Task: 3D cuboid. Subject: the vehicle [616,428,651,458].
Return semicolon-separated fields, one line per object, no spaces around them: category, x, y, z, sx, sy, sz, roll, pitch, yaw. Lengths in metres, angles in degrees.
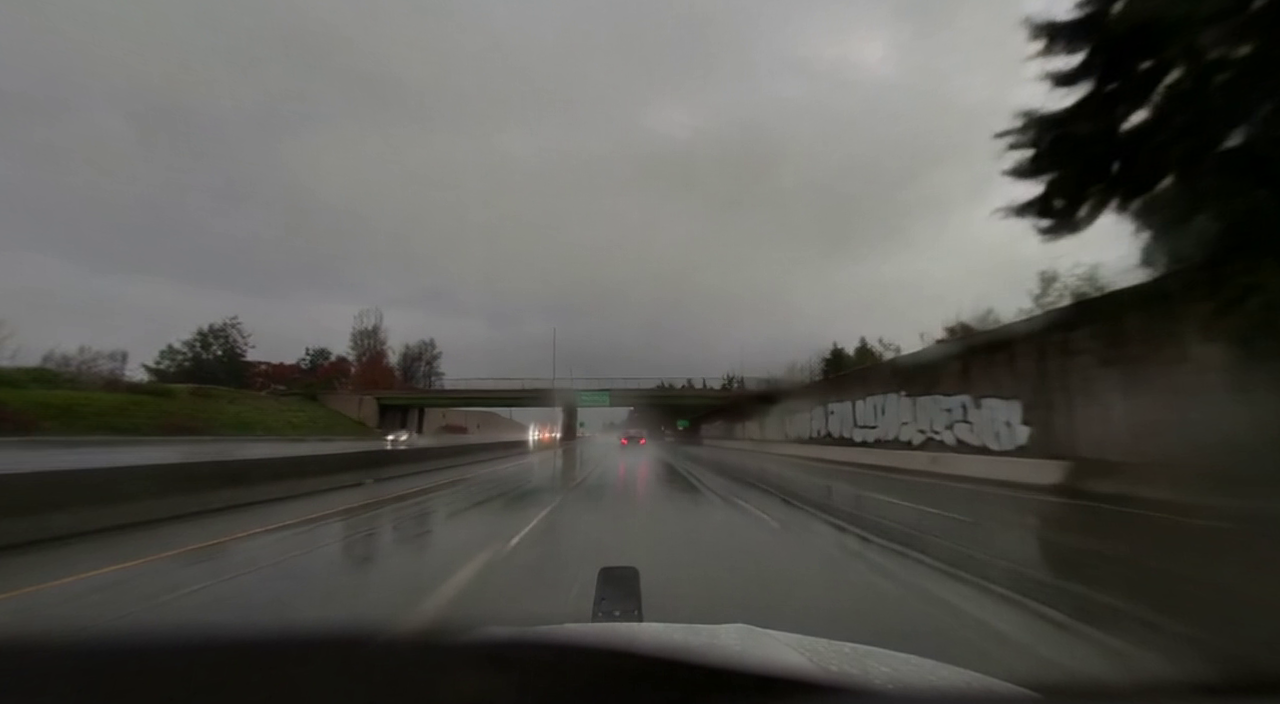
vehicle;-0.500;6.250;43.510;2.277;1.913;4.510;0;-8;-2
